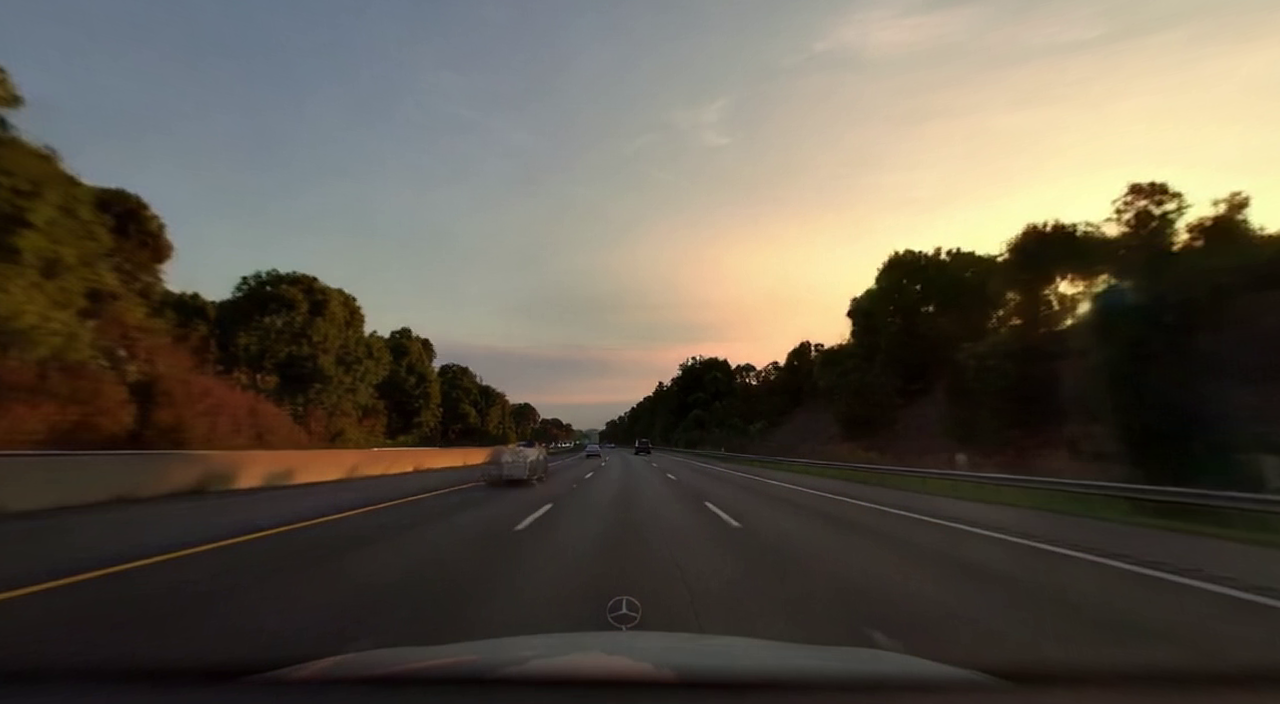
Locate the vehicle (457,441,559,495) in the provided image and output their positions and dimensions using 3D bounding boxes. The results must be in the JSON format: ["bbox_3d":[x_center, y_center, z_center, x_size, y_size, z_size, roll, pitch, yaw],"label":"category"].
[{"bbox_3d":[-3.951,3.582,19.803,2.169,1.473,4.631,0,-9,0],"label":"vehicle"}]
